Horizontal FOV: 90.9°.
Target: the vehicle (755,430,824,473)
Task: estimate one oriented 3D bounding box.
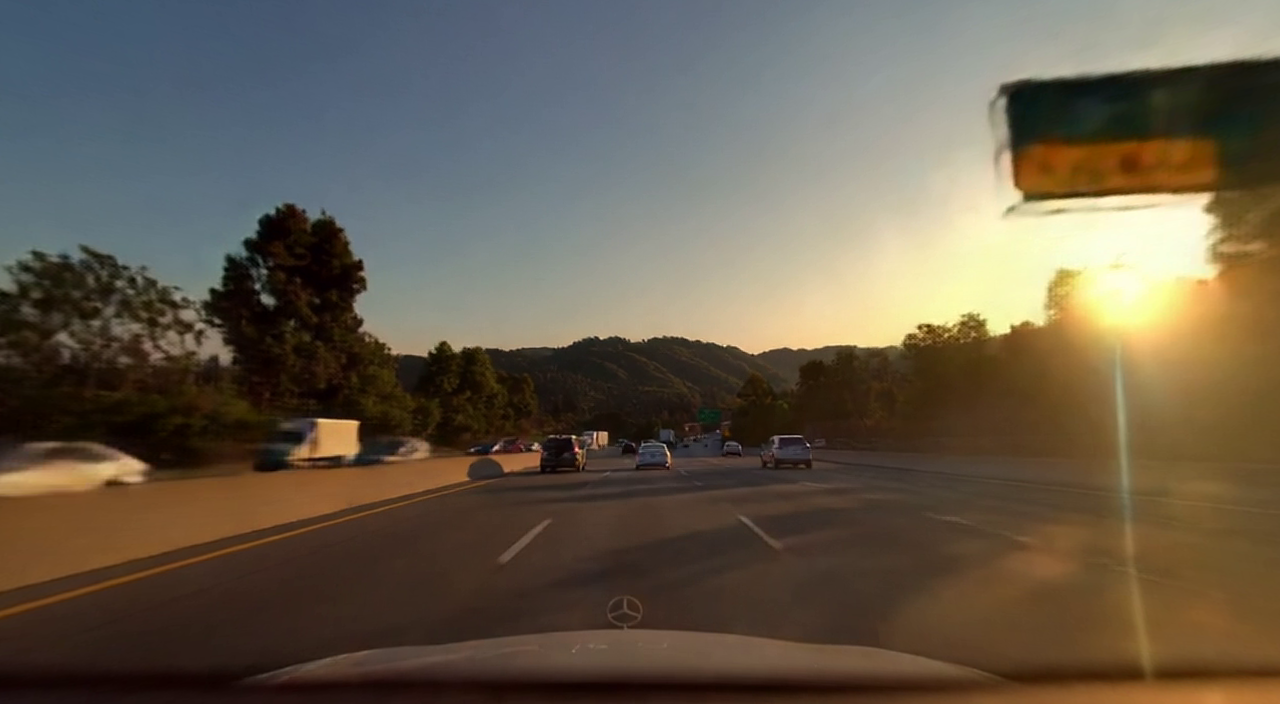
[{"bbox_3d":[7.146,4.804,30.777,2.094,1.916,5.099,0,-8,0],"label":"vehicle"}]

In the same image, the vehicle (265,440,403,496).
[{"bbox_3d":[-8.969,3.398,18.972,1.967,1.447,4.206,0,-8,2],"label":"vehicle"}]

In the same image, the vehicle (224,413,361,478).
[{"bbox_3d":[-19.185,5.234,35.621,2.953,3.194,8.165,-1,-8,1],"label":"vehicle"}]

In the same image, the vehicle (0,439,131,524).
[{"bbox_3d":[-12.527,2.431,12.038,1.926,1.518,4.327,0,-8,1],"label":"vehicle"}]

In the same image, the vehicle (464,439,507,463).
[{"bbox_3d":[-11.791,7.574,48.517,1.915,1.675,5.092,0,-8,1],"label":"vehicle"}]

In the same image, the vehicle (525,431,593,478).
[{"bbox_3d":[-3.232,4.181,26.049,2.140,1.720,4.410,0,-8,1],"label":"vehicle"}]

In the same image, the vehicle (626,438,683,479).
[{"bbox_3d":[0.549,4.171,25.010,2.071,1.464,4.162,0,-8,1],"label":"vehicle"}]
